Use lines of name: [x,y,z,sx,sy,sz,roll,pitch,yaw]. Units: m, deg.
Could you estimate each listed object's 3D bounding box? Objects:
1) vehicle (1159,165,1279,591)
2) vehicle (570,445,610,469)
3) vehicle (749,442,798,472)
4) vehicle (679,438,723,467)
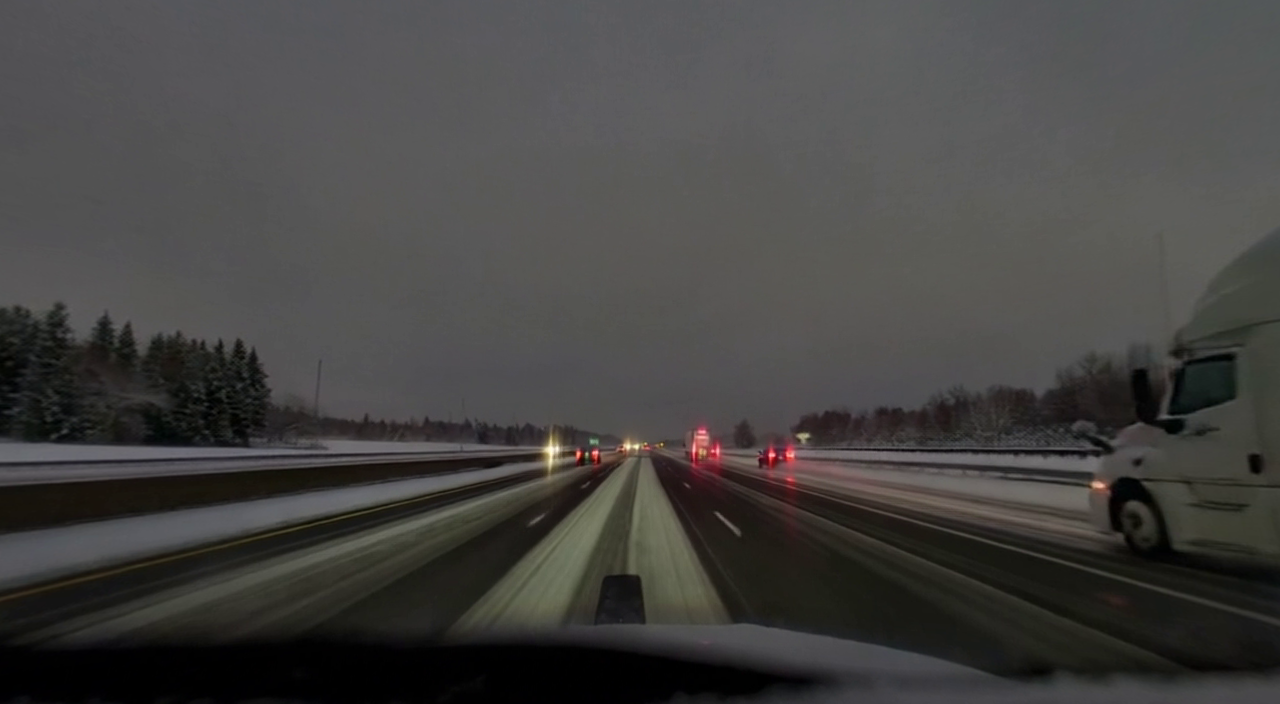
vehicle: [7.688,-0.103,3.754,3.034,4.112,7.110,0,-9,2]
vehicle: [-3.281,7.035,42.421,2.164,1.507,4.748,0,-9,1]
vehicle: [8.234,6.525,39.232,2.188,1.727,4.381,0,-9,1]
vehicle: [4.439,7.471,46.837,2.770,1.990,5.755,0,-9,1]
